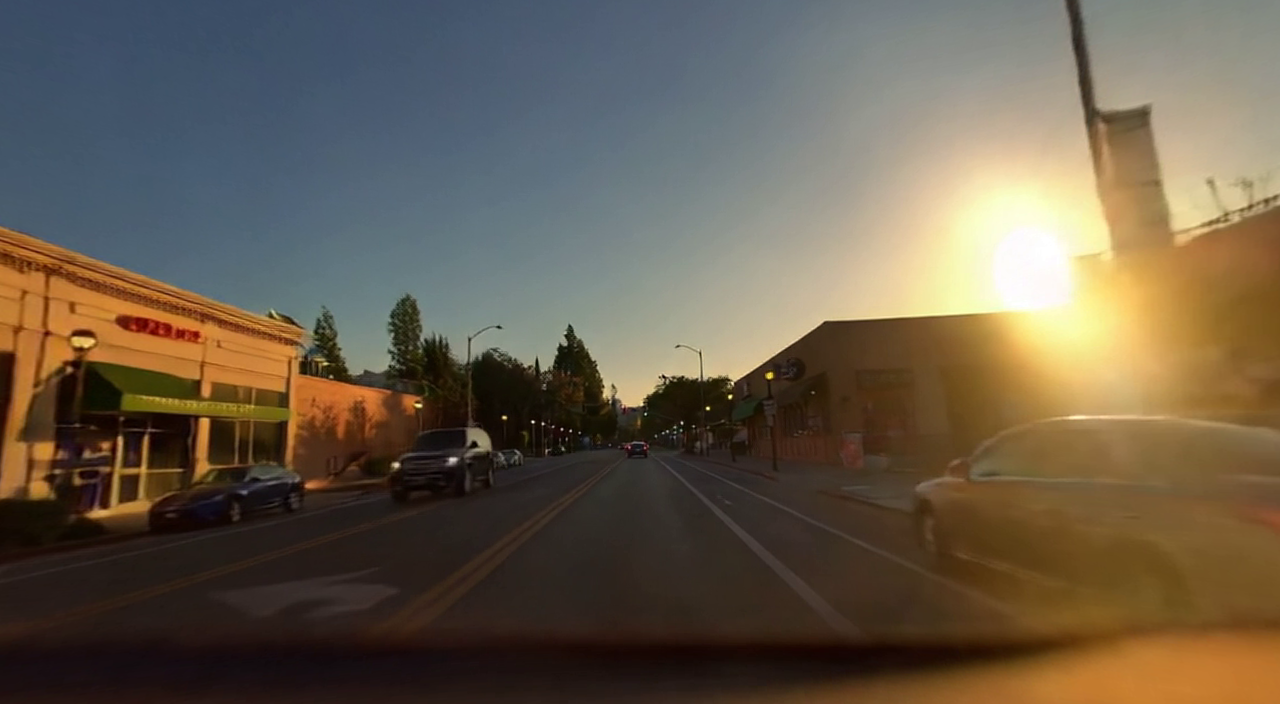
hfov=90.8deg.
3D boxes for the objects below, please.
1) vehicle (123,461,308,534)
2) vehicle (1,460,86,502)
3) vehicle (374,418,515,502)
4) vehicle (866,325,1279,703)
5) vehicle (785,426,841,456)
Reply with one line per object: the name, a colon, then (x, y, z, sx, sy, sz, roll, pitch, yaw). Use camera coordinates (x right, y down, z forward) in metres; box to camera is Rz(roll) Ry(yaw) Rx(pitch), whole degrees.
vehicle: (-10.478, 3.578, 16.080, 1.846, 1.463, 4.206, 0, -8, -1)
vehicle: (-26.560, 5.668, 28.076, 4.394, 1.609, 1.971, -7, -11, 38)
vehicle: (-5.446, 3.125, 18.687, 2.267, 2.070, 5.719, 0, -8, 1)
vehicle: (4.132, 1.205, 5.319, 2.310, 1.933, 5.798, 0, -8, 0)
vehicle: (12.414, 6.490, 45.699, 2.532, 1.997, 5.001, 1, -9, -1)
